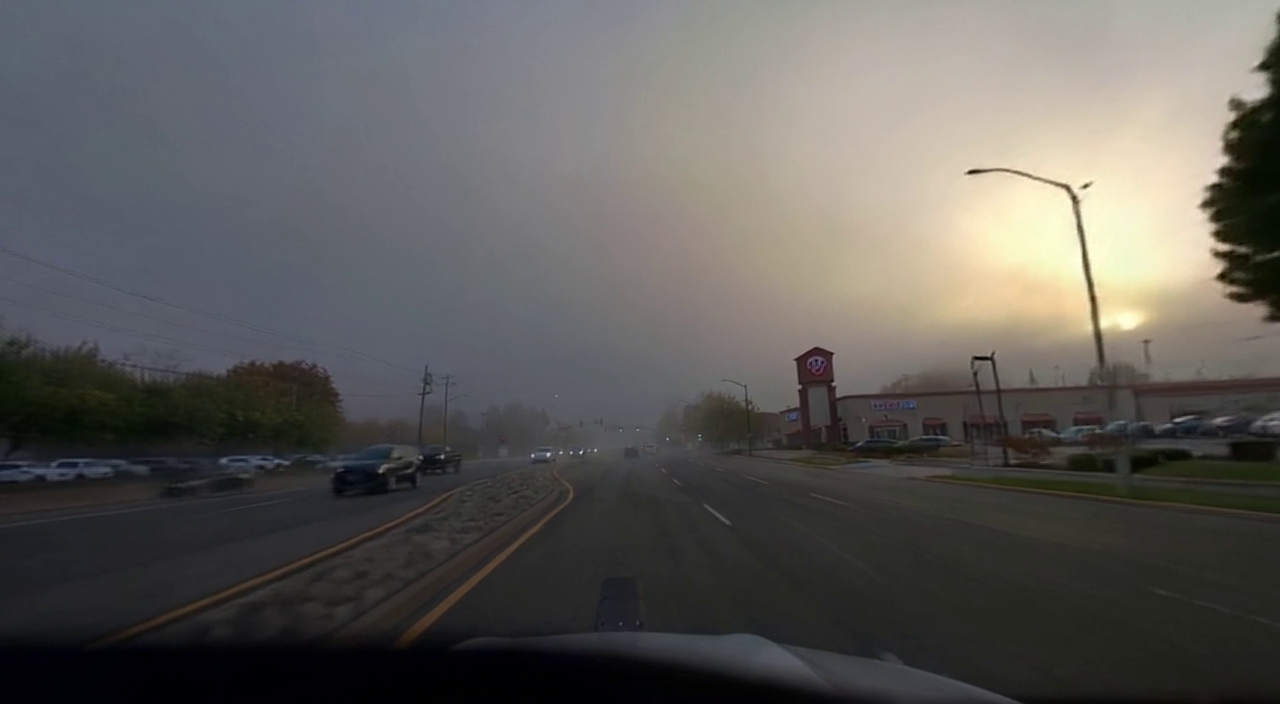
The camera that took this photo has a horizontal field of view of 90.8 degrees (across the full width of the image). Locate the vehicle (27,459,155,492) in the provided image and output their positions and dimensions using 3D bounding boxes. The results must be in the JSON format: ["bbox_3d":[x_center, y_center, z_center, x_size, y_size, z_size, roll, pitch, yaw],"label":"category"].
[{"bbox_3d":[-28.009,6.296,32.434,4.496,1.428,1.979,3,-11,-26],"label":"vehicle"}]

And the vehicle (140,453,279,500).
[{"bbox_3d":[-15.200,4.390,22.677,1.844,1.472,4.429,0,-9,0],"label":"vehicle"}]

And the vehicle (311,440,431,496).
[{"bbox_3d":[-8.818,3.831,21.219,2.043,1.651,4.441,0,-9,0],"label":"vehicle"}]

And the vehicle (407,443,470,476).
[{"bbox_3d":[-11.746,6.287,37.239,2.066,1.798,4.838,0,-9,0],"label":"vehicle"}]
